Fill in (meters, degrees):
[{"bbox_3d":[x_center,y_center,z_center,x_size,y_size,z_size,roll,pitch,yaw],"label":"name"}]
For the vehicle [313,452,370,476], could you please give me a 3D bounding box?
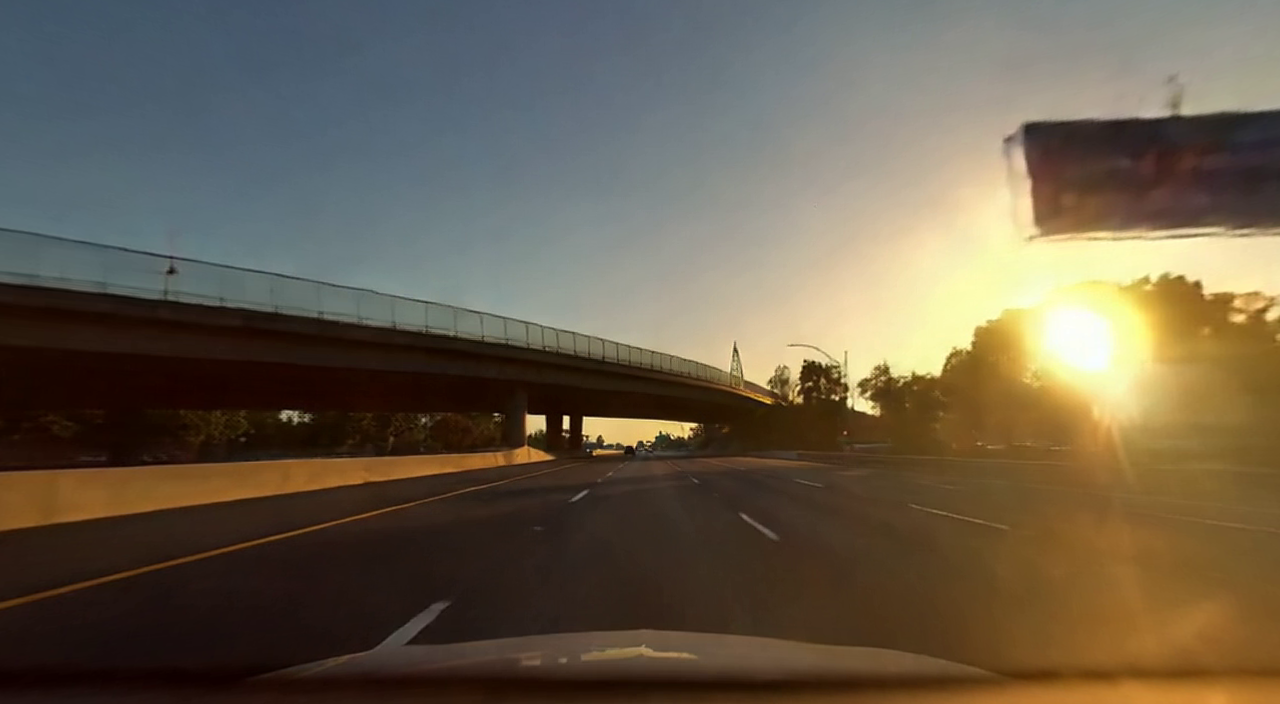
[{"bbox_3d":[-21.411,8.014,45.361,1.901,1.552,4.296,-1,-8,1],"label":"vehicle"}]
